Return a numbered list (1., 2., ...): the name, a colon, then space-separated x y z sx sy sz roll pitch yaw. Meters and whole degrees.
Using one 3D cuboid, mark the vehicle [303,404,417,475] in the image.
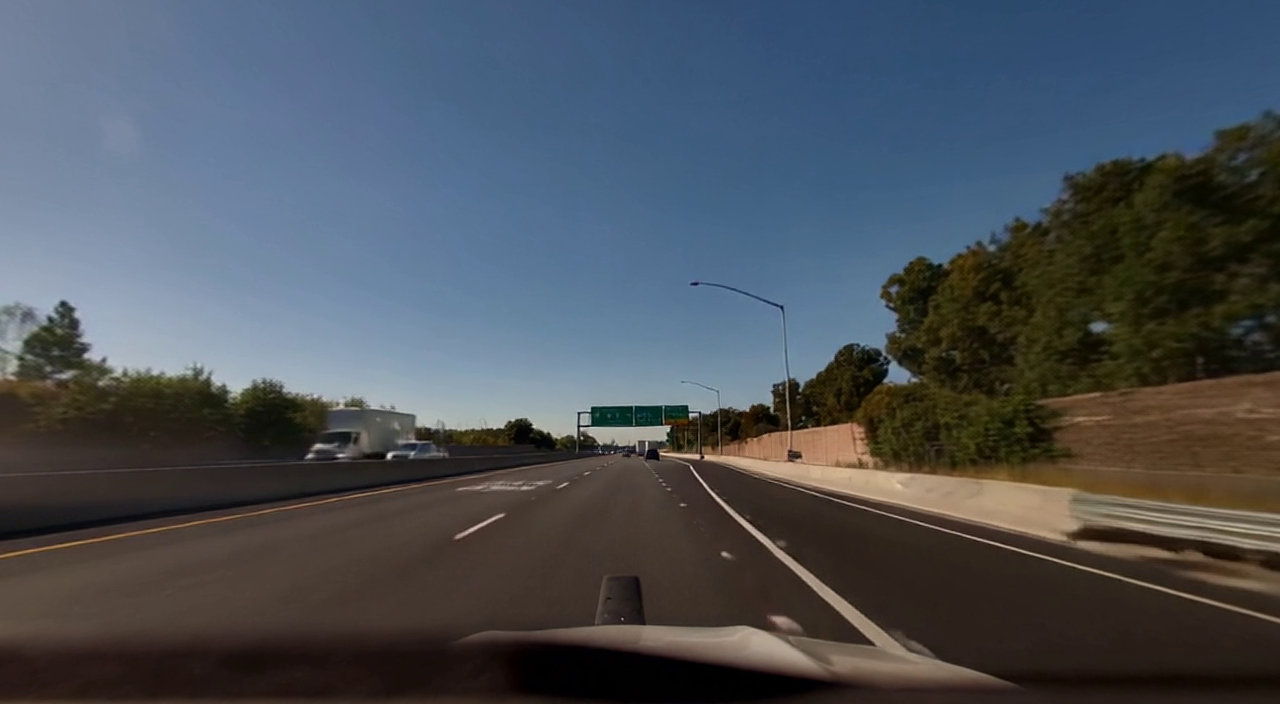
1. vehicle: -17.977 5.835 41.582 3.044 4.093 10.129 0 -9 -1
